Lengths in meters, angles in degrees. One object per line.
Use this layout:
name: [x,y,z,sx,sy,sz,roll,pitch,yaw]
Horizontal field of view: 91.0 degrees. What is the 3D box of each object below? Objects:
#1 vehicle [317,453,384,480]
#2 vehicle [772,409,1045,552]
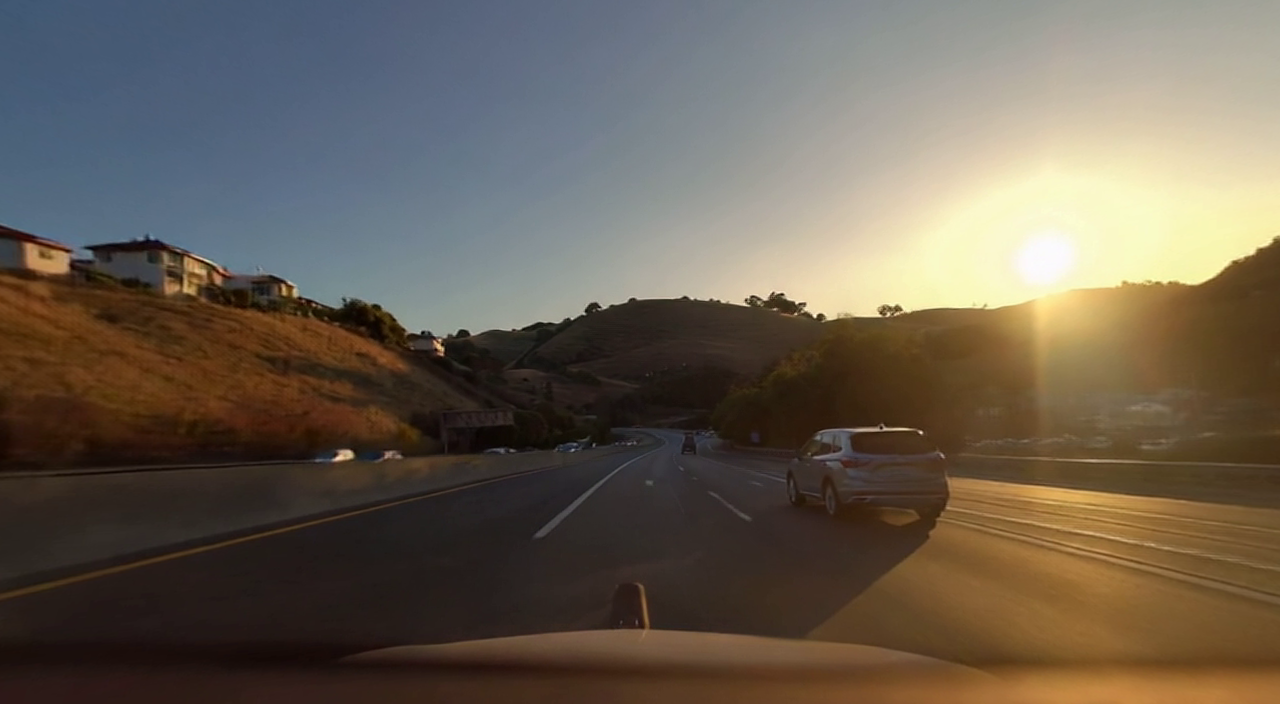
vehicle: [-17.552,6.934,38.414,1.874,1.479,4.503,-1,-9,1]
vehicle: [3.857,1.950,10.238,2.318,1.766,4.587,0,-9,-1]
